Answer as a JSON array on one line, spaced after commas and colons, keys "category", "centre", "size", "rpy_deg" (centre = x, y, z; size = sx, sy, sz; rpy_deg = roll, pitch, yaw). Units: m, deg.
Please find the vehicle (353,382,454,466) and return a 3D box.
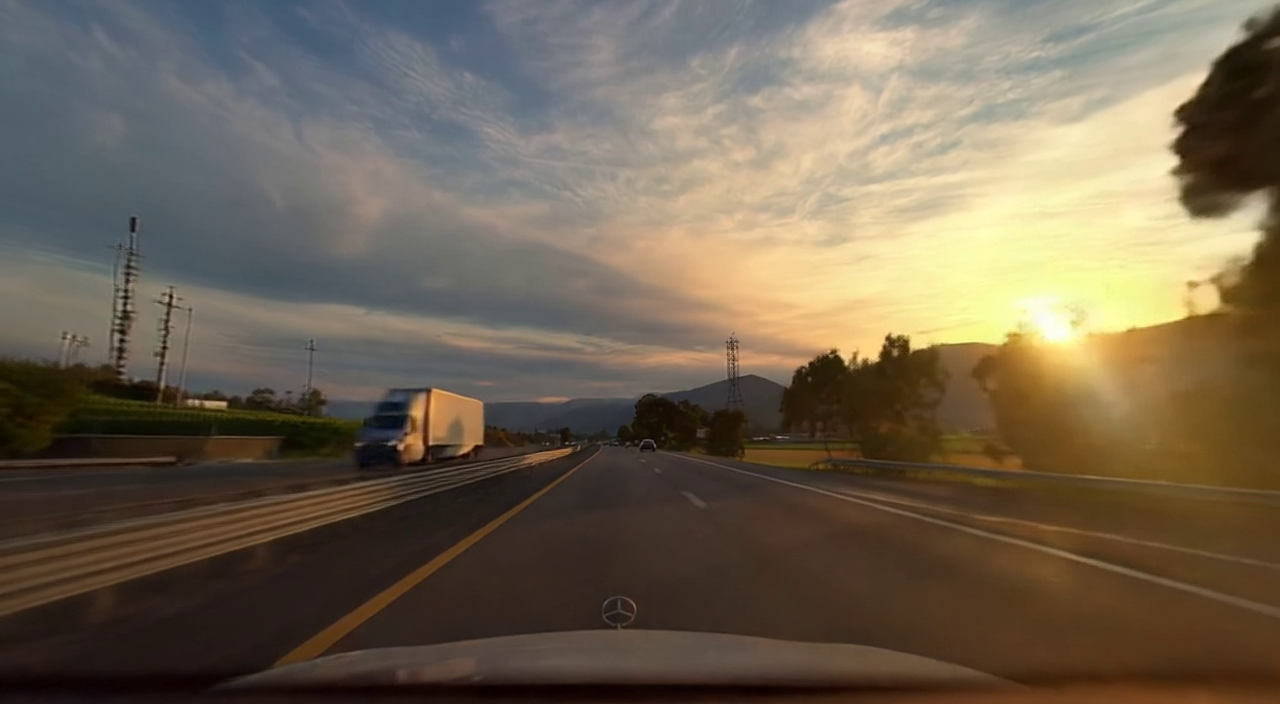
[{"category": "vehicle", "centre": [-12.059, 3.795, 32.763], "size": [3.046, 3.958, 5.794], "rpy_deg": [0, -8, -2]}]
